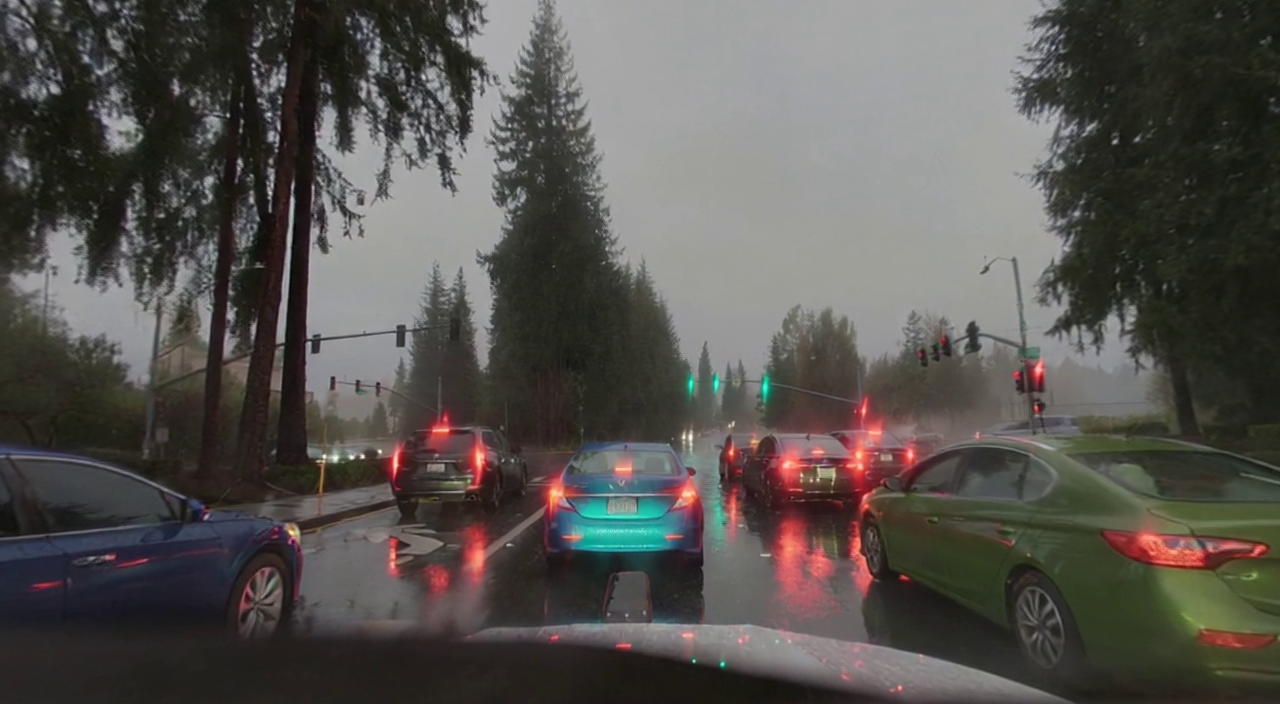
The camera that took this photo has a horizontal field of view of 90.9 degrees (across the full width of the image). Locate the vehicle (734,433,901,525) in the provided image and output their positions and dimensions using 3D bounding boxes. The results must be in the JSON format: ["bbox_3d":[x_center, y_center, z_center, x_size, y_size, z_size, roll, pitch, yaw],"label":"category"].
[{"bbox_3d":[3.180,2.334,12.330,1.975,1.460,4.357,0,-8,0],"label":"vehicle"}]

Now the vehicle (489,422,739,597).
[{"bbox_3d":[-0.257,1.641,7.404,2.147,1.479,3.803,0,-8,-1],"label":"vehicle"}]

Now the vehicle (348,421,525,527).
[{"bbox_3d":[-3.729,2.312,12.492,1.961,1.714,4.268,0,-8,2],"label":"vehicle"}]

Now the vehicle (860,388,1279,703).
[{"bbox_3d":[3.134,1.149,4.058,1.903,1.480,4.270,0,-8,0],"label":"vehicle"}]

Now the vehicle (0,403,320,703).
[{"bbox_3d":[-3.639,1.020,3.003,1.935,1.482,4.433,0,-8,-1],"label":"vehicle"}]
